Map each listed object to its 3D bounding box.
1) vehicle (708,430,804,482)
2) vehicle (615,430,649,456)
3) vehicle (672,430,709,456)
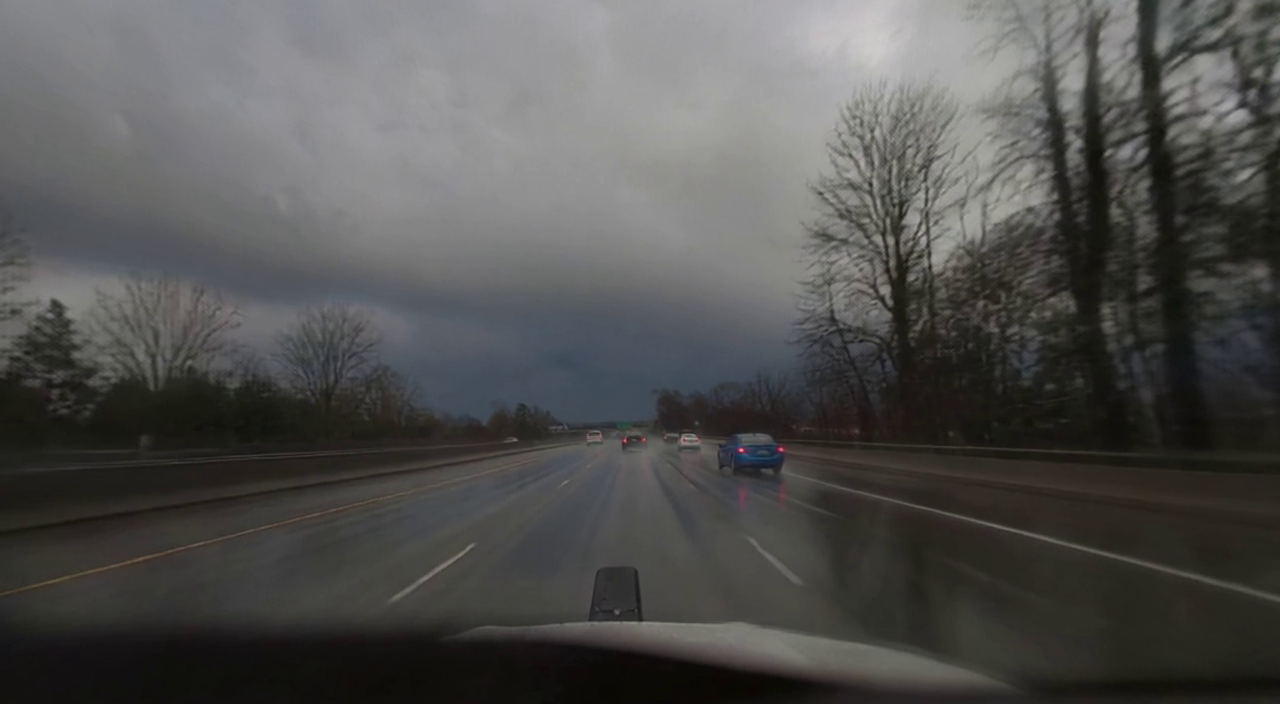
[{"bbox_3d":[3.555,3.278,20.269,2.056,1.479,4.660,0,-8,-2],"label":"vehicle"},{"bbox_3d":[-0.545,6.102,42.303,2.182,1.680,4.253,0,-8,-1],"label":"vehicle"},{"bbox_3d":[3.419,6.284,43.480,2.098,1.677,4.275,0,-8,-2],"label":"vehicle"}]
